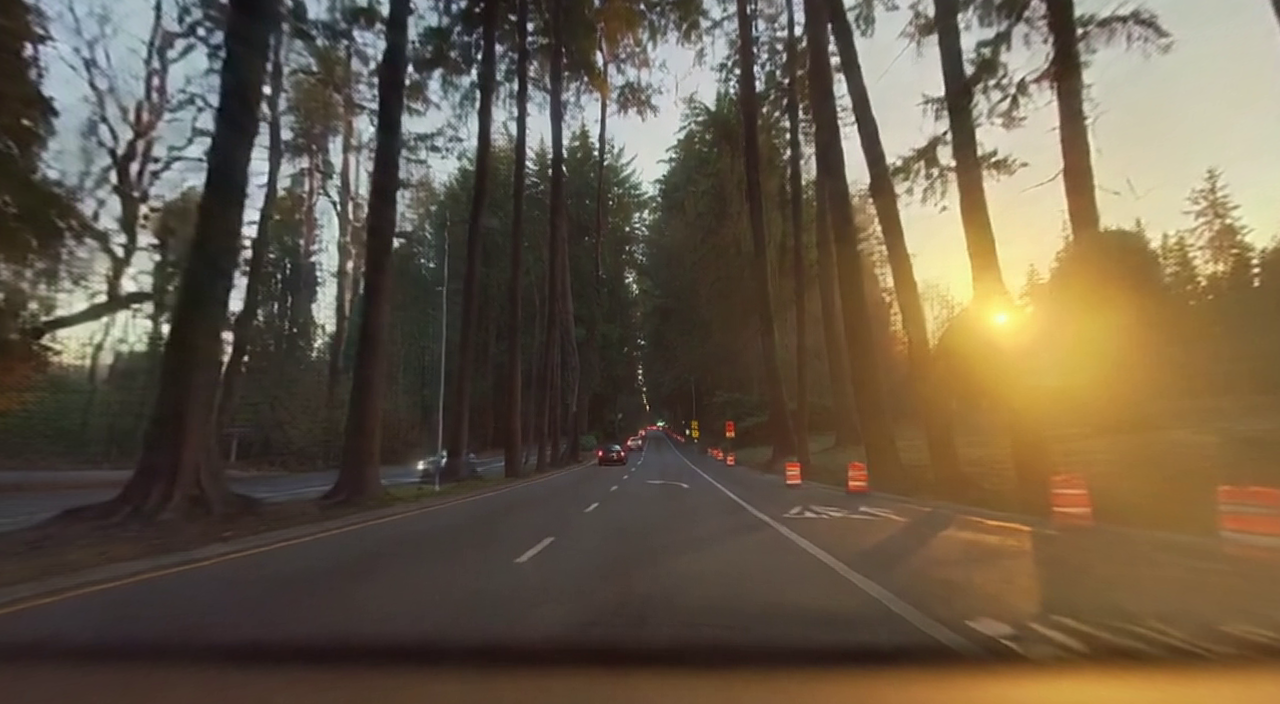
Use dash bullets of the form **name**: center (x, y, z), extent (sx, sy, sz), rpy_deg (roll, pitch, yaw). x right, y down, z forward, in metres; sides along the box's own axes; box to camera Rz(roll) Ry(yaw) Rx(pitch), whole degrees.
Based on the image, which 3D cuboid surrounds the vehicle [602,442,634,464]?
- **vehicle**: center (-1.551, 7.397, 45.893), extent (2.029, 1.511, 3.922), rpy_deg (0, -9, 2)

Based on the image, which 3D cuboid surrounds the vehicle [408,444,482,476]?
- **vehicle**: center (-9.640, 5.365, 31.450), extent (1.953, 1.471, 4.670), rpy_deg (0, -9, 4)
